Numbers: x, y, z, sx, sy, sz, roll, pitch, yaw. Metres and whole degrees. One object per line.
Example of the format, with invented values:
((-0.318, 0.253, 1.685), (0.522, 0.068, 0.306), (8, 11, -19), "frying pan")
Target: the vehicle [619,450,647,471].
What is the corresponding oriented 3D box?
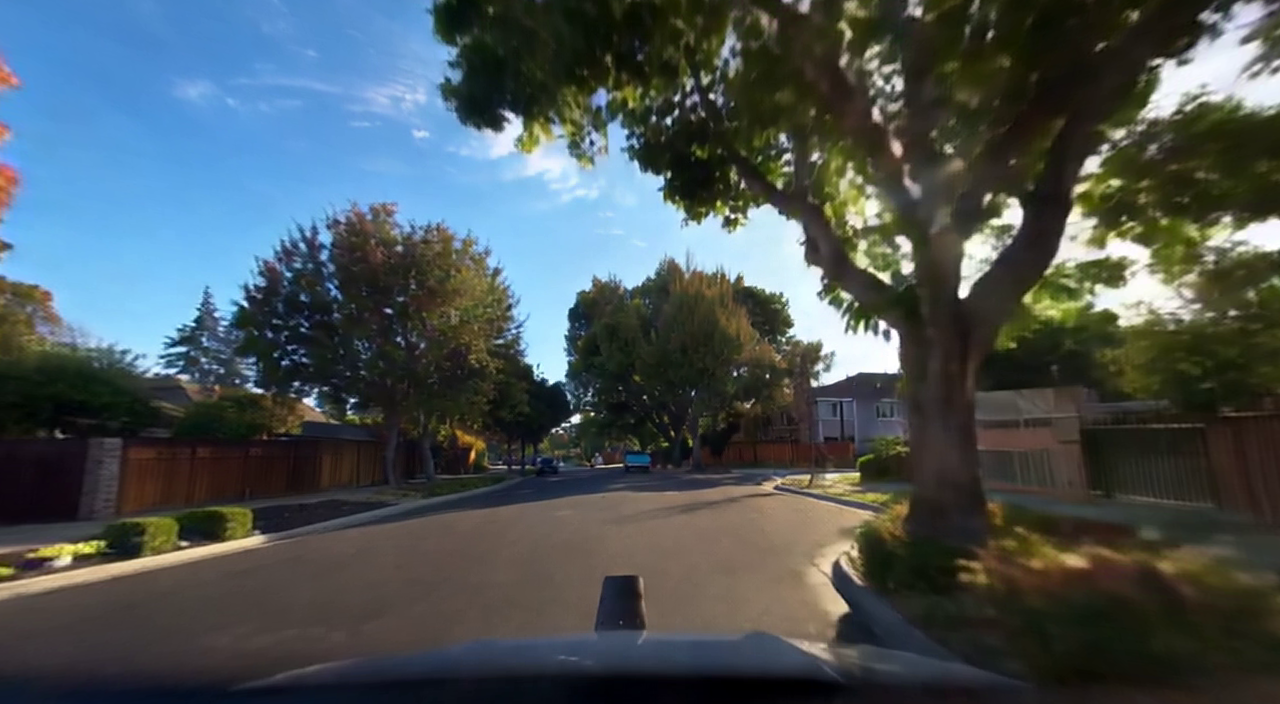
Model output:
((-0.596, 8.391, 48.930), (2.064, 1.477, 3.968), (0, -9, -2), "vehicle")
